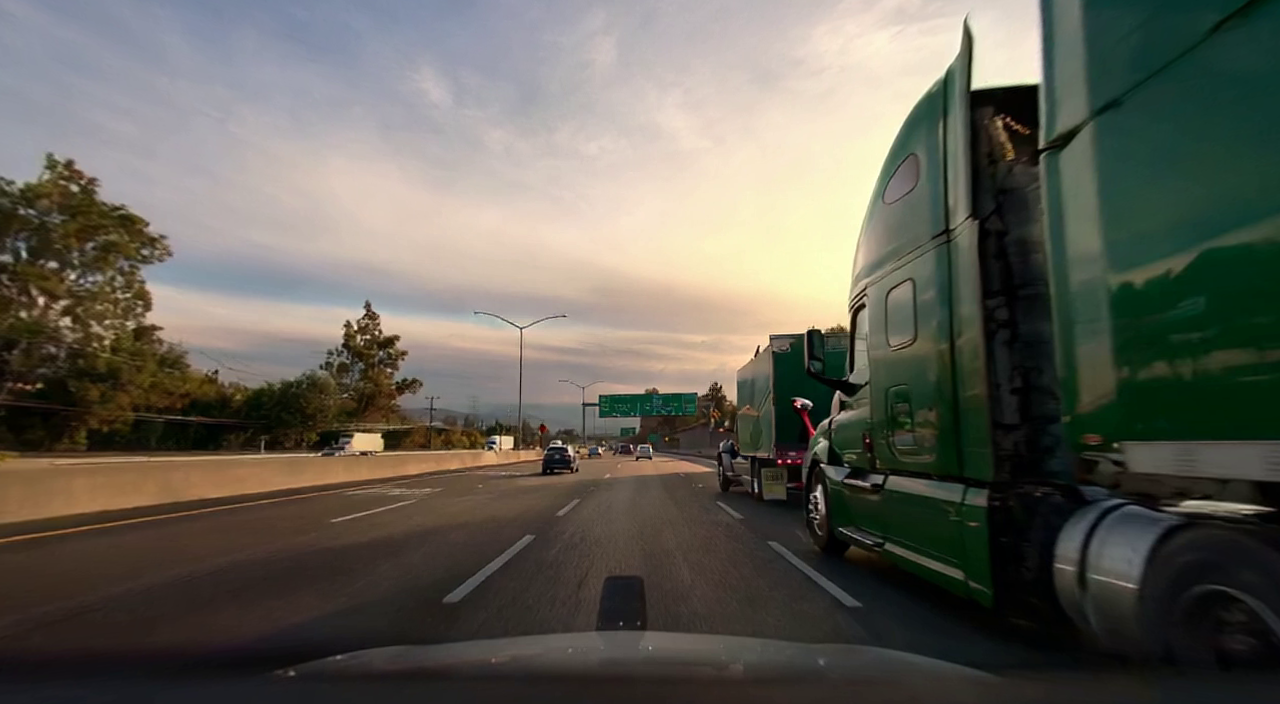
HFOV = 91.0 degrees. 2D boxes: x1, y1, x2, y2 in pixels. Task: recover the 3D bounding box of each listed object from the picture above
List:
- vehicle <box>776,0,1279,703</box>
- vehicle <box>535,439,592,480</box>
[{"bbox_3d":[3.817,-0.150,3.119,2.906,4.117,15.806,0,-9,0],"label":"vehicle"},{"bbox_3d":[-3.326,4.783,28.226,2.000,1.658,4.155,0,-9,1],"label":"vehicle"}]
